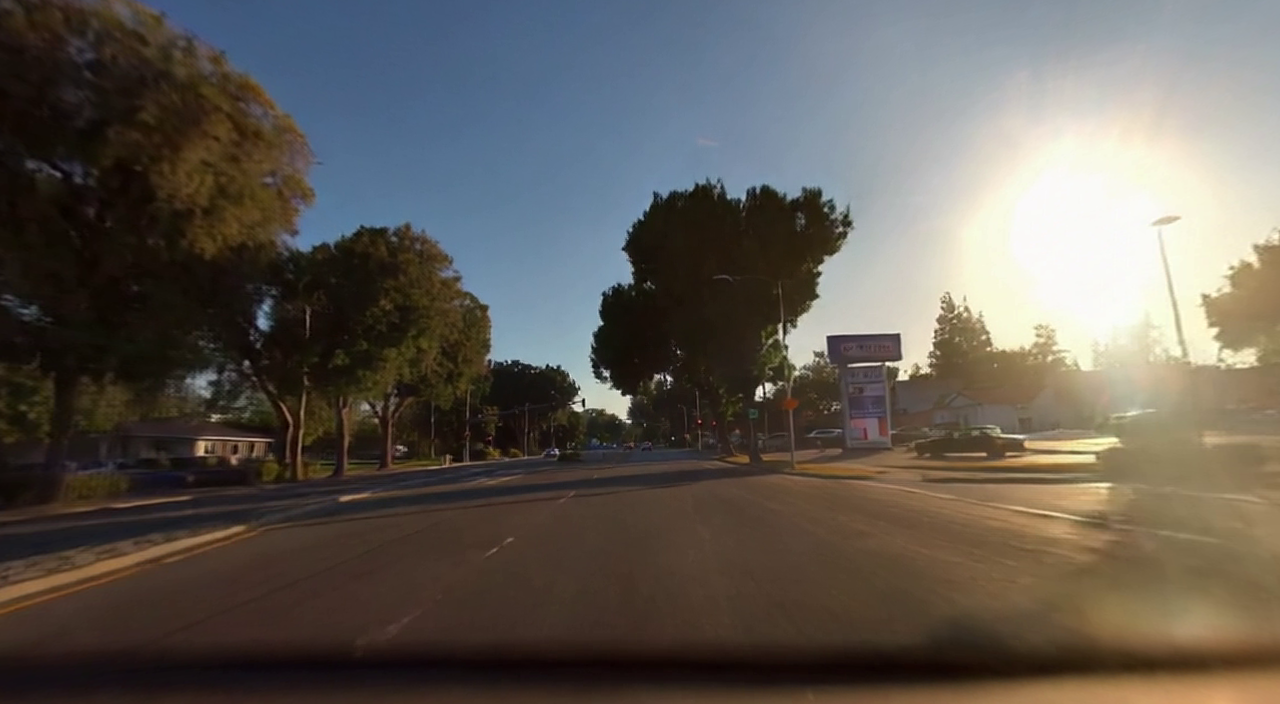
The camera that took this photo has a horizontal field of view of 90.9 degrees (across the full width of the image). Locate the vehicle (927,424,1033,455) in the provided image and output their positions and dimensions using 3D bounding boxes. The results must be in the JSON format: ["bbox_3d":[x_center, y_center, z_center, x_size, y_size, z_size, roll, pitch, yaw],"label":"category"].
[{"bbox_3d":[18.125,4.731,33.895,4.812,1.567,2.123,-4,-9,24],"label":"vehicle"}]
